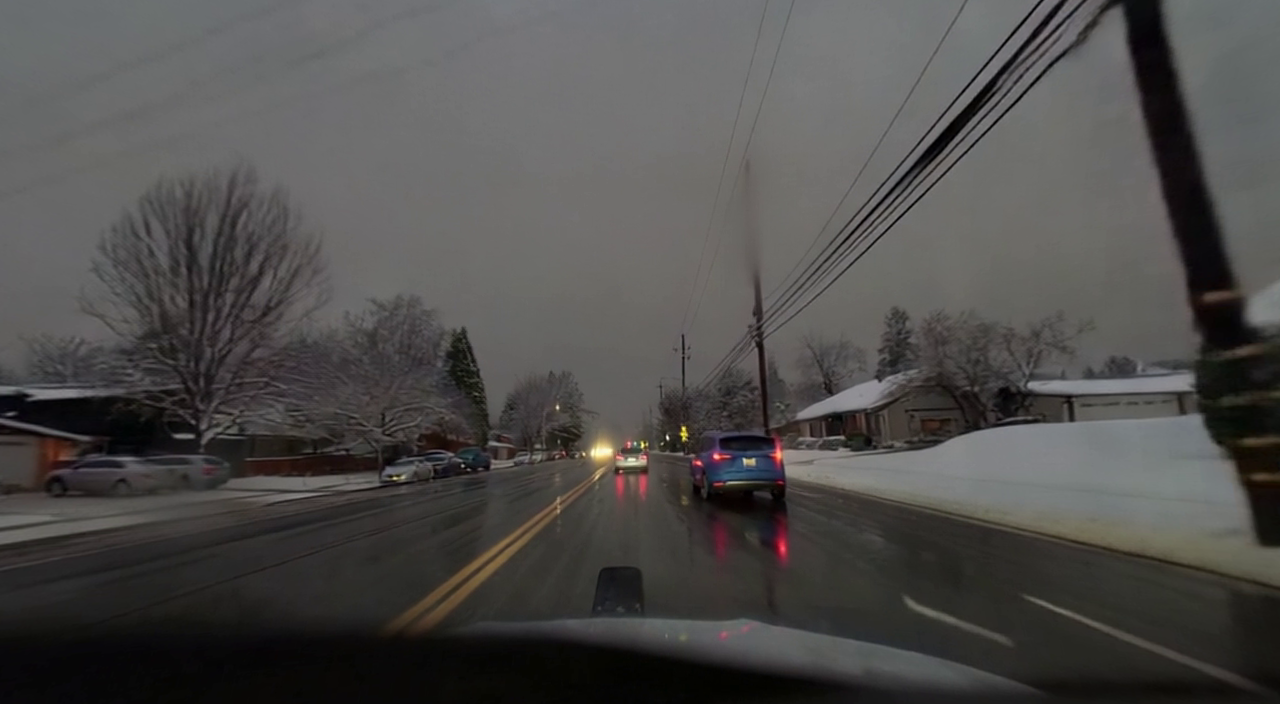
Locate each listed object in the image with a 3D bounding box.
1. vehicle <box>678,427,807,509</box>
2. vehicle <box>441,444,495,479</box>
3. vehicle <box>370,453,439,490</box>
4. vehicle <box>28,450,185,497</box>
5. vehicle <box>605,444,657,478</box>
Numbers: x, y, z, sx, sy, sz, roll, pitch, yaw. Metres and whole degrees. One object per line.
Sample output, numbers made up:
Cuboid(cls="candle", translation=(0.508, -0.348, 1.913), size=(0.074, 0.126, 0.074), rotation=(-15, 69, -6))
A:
Cuboid(cls="vehicle", translation=(2.380, 2.872, 16.150), size=(2.200, 1.763, 4.676), rotation=(1, -8, -4))
Cuboid(cls="vehicle", translation=(-12.390, 7.850, 45.786), size=(2.504, 2.031, 5.237), rotation=(-8, -8, -4))
Cuboid(cls="vehicle", translation=(-12.327, 6.245, 33.372), size=(2.044, 1.534, 4.554), rotation=(-5, -8, -2))
Cuboid(cls="vehicle", translation=(-21.054, 4.776, 25.089), size=(4.240, 1.717, 2.043), rotation=(0, -9, -2))
Cuboid(cls="vehicle", translation=(-0.413, 4.946, 28.942), size=(2.196, 1.449, 4.006), rotation=(0, -8, -1))
